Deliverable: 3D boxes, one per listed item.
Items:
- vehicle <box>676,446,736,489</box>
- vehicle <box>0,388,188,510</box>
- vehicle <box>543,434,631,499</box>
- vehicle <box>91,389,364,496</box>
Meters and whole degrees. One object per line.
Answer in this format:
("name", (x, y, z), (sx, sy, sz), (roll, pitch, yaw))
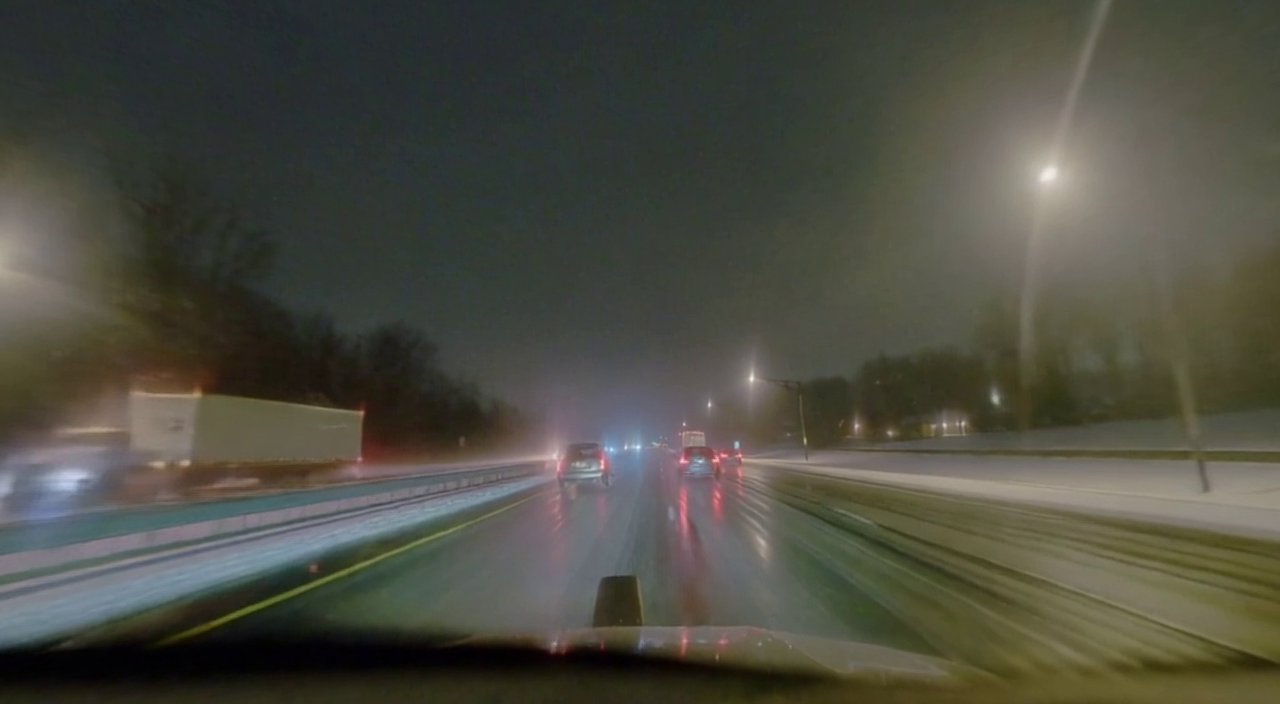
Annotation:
("vehicle", (2.460, 4.406, 24.352), (2.004, 1.471, 4.032), (0, -9, 1))
("vehicle", (-21.274, 3.639, 23.784), (3.063, 3.921, 6.608), (0, -9, 3))
("vehicle", (-1.467, 3.436, 19.220), (2.142, 1.724, 4.344), (0, -9, 2))
("vehicle", (-20.900, 5.038, 34.646), (3.305, 4.461, 16.367), (0, -9, 3))
